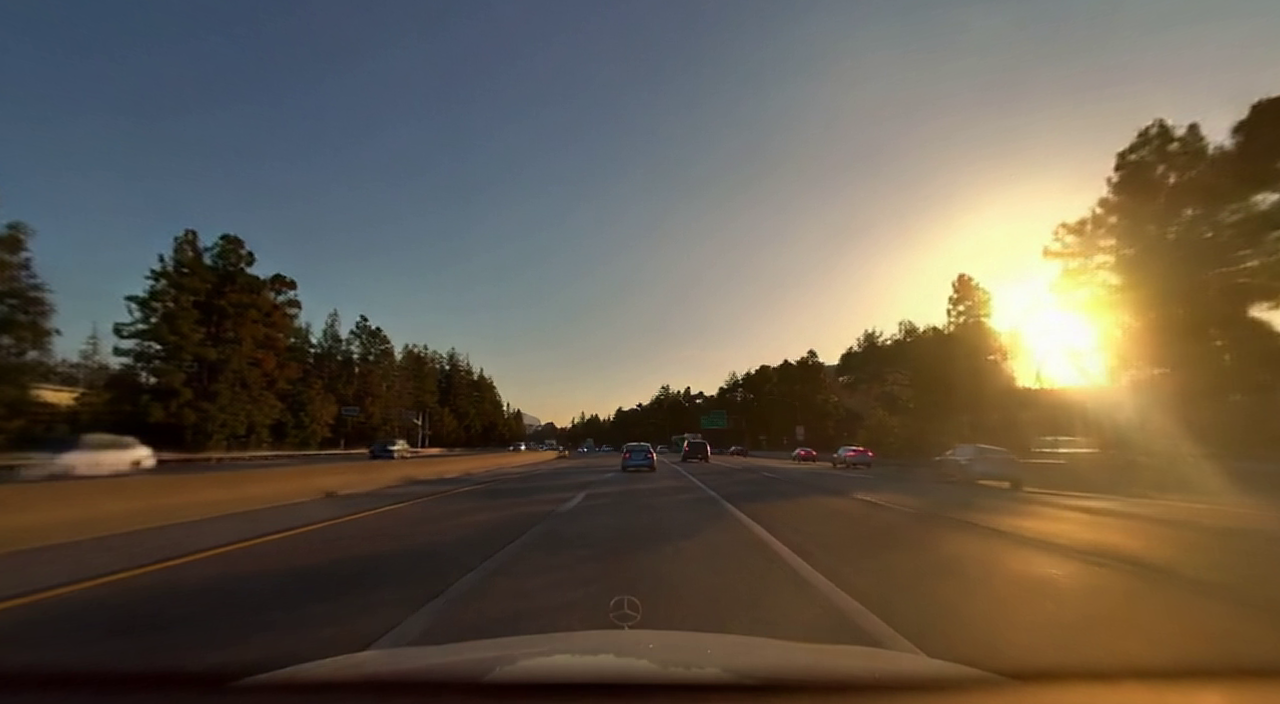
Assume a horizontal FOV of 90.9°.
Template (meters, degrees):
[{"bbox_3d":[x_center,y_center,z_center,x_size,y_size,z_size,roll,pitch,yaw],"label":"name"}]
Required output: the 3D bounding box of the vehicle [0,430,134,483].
[{"bbox_3d":[-21.941,3.867,23.600,2.021,1.772,4.697,0,-9,0],"label":"vehicle"}]

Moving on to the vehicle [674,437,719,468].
[{"bbox_3d":[3.875,7.010,44.276,2.505,2.020,5.532,0,-9,-1],"label":"vehicle"}]

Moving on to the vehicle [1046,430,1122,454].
[{"bbox_3d":[34.846,7.105,49.572,4.402,1.637,1.847,2,-10,4],"label":"vehicle"}]

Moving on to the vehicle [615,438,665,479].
[{"bbox_3d":[-0.039,4.784,28.658,2.105,1.711,4.293,0,-9,-1],"label":"vehicle"}]

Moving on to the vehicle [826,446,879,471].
[{"bbox_3d":[13.411,6.720,40.071,1.872,1.459,4.502,0,-9,2],"label":"vehicle"}]
